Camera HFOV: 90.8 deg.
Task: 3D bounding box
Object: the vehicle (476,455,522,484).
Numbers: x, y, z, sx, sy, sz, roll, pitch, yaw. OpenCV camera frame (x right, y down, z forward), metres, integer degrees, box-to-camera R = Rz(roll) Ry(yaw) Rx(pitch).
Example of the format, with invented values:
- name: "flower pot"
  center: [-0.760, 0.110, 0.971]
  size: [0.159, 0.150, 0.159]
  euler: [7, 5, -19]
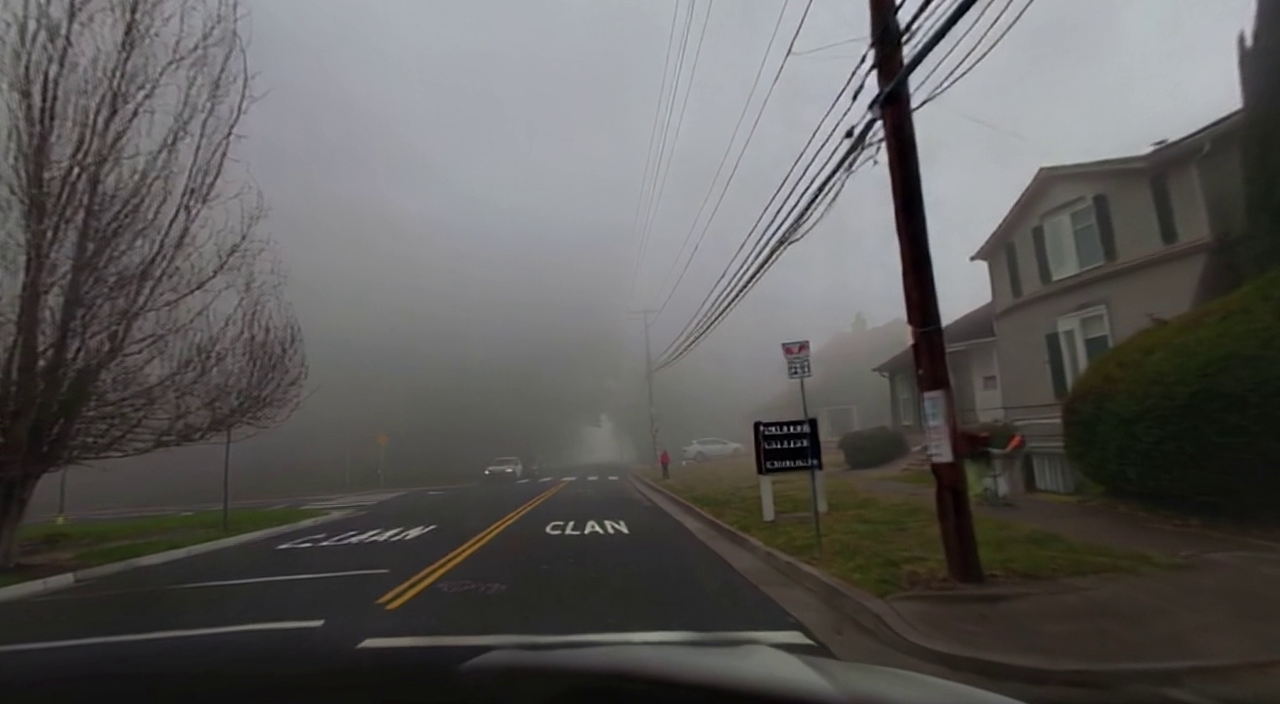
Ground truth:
- name: "vehicle"
  center: [-9.384, 7.826, 42.418]
  size: [2.203, 1.787, 4.704]
  euler: [0, -9, -3]
